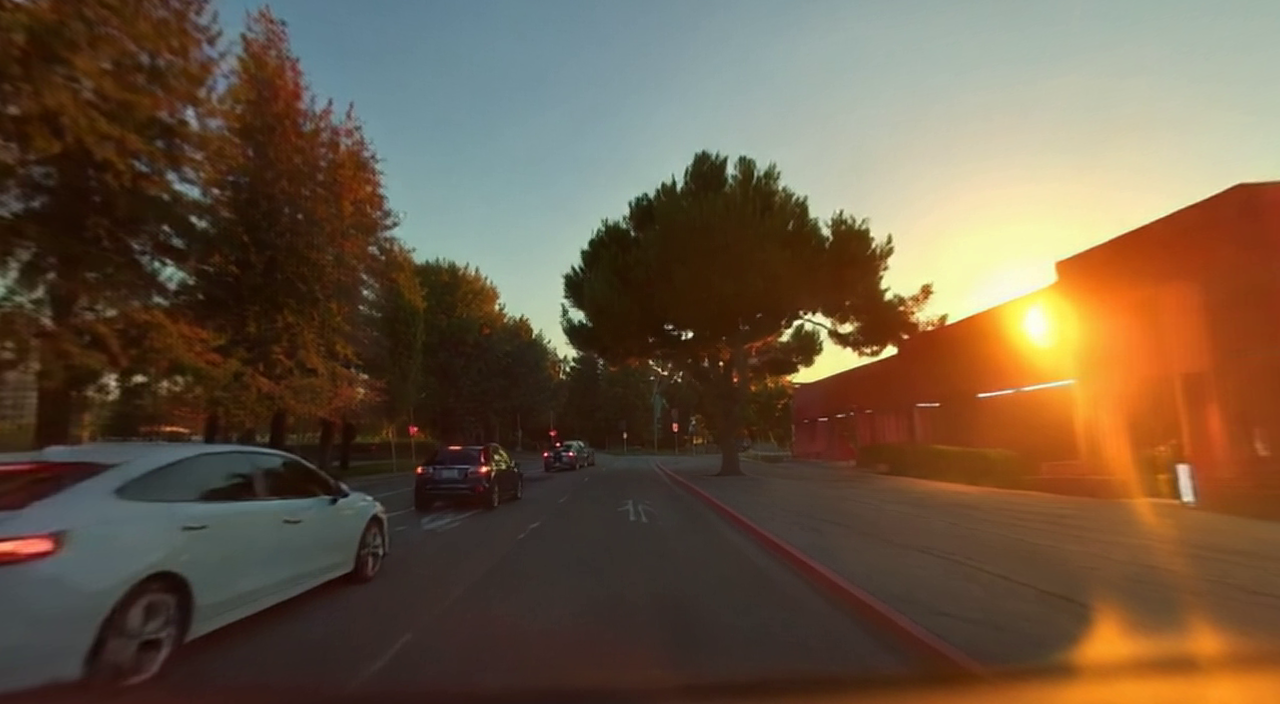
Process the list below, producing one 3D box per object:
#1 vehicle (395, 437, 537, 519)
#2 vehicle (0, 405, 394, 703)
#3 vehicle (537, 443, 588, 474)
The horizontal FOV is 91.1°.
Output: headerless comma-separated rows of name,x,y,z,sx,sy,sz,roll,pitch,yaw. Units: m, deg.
vehicle,-3.558,2.614,13.745,1.853,1.478,4.381,0,-8,0
vehicle,-3.421,1.242,4.400,1.768,1.539,4.147,0,-8,-1
vehicle,-3.883,5.412,32.194,1.962,1.424,4.289,0,-8,1
